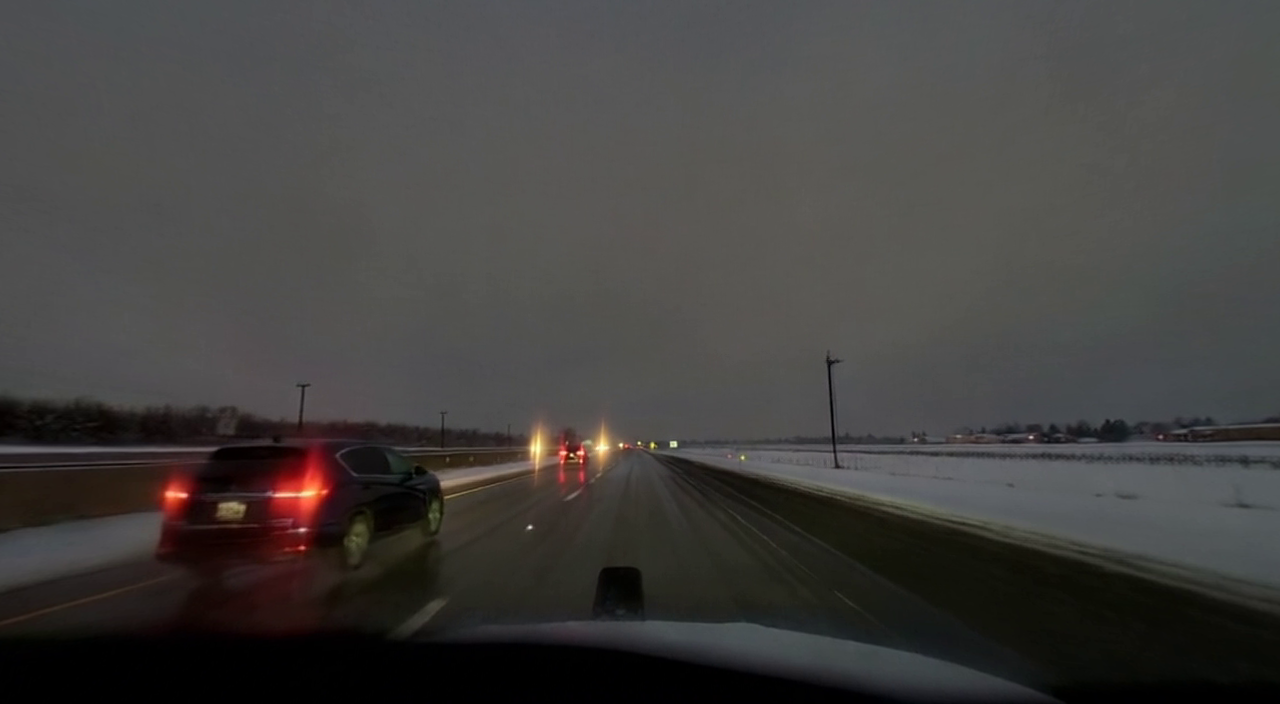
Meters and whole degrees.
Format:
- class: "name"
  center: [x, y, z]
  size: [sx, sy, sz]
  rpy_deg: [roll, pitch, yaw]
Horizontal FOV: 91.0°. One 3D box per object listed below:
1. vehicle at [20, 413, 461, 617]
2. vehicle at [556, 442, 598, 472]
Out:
- class: "vehicle"
  center: [-3.775, 1.610, 7.144]
  size: [2.195, 1.573, 4.176]
  rpy_deg: [0, -9, 1]
- class: "vehicle"
  center: [-3.794, 6.402, 38.707]
  size: [2.133, 1.683, 4.340]
  rpy_deg: [1, -9, 0]
